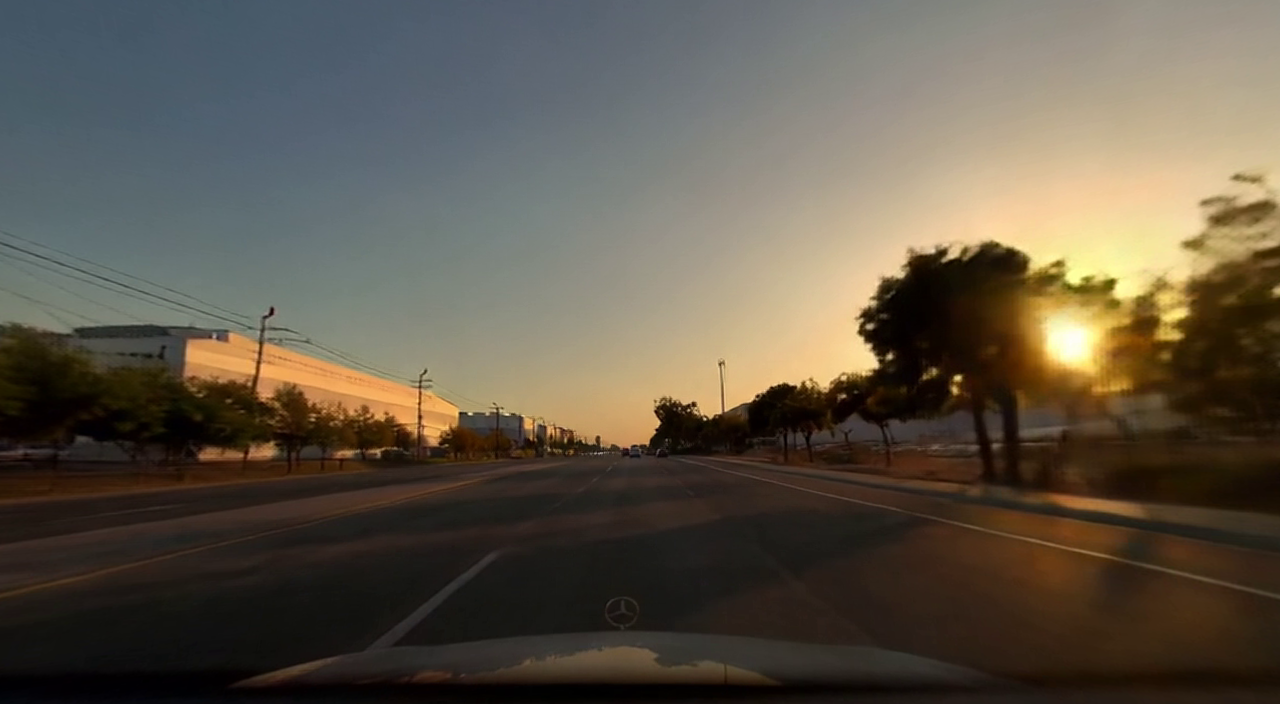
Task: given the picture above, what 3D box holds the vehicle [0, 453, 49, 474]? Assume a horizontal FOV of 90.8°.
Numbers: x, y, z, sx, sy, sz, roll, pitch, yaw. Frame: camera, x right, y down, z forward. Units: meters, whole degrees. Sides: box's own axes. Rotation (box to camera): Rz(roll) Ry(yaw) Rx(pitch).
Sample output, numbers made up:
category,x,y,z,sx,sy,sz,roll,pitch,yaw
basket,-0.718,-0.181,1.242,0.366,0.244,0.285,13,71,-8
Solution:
category,x,y,z,sx,sy,sz,roll,pitch,yaw
vehicle,-50.101,8.751,49.596,5.134,1.600,2.161,-1,-9,1
